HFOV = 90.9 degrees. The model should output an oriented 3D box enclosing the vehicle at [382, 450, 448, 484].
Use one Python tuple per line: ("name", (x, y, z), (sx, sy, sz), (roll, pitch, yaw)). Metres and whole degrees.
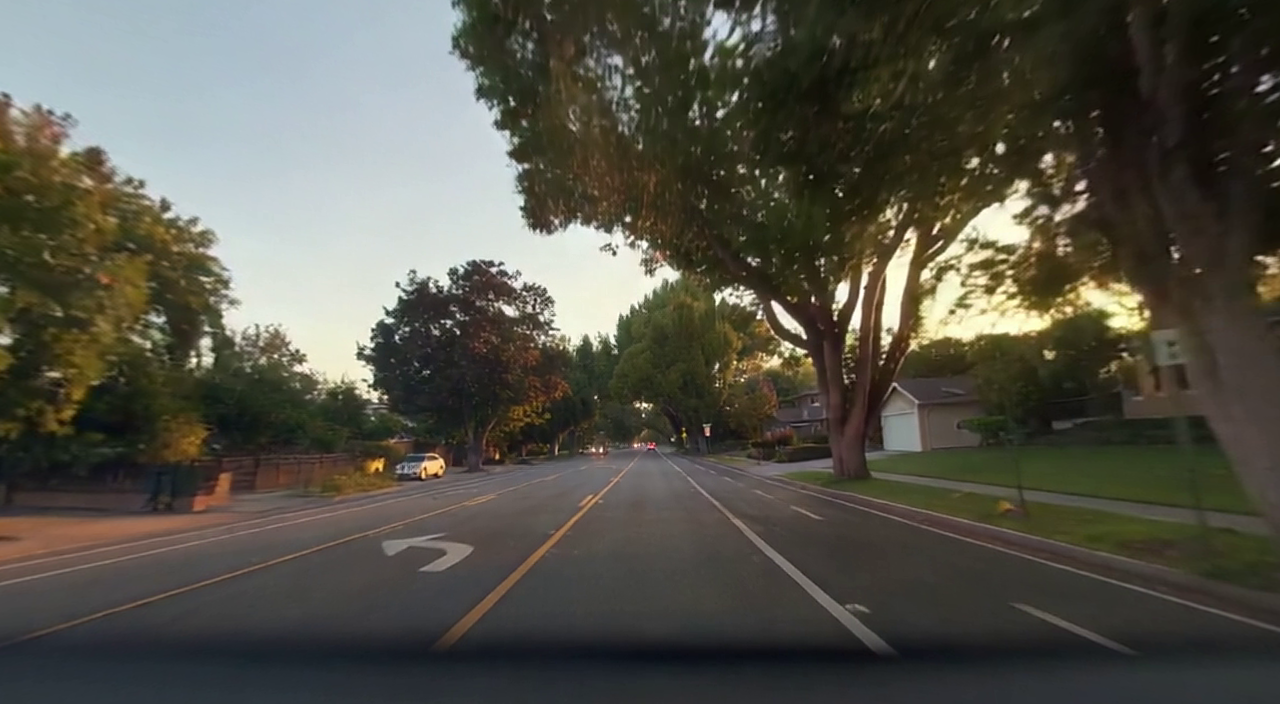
("vehicle", (-12.316, 6.288, 34.830), (1.921, 1.611, 4.713), (-4, -9, 1))
